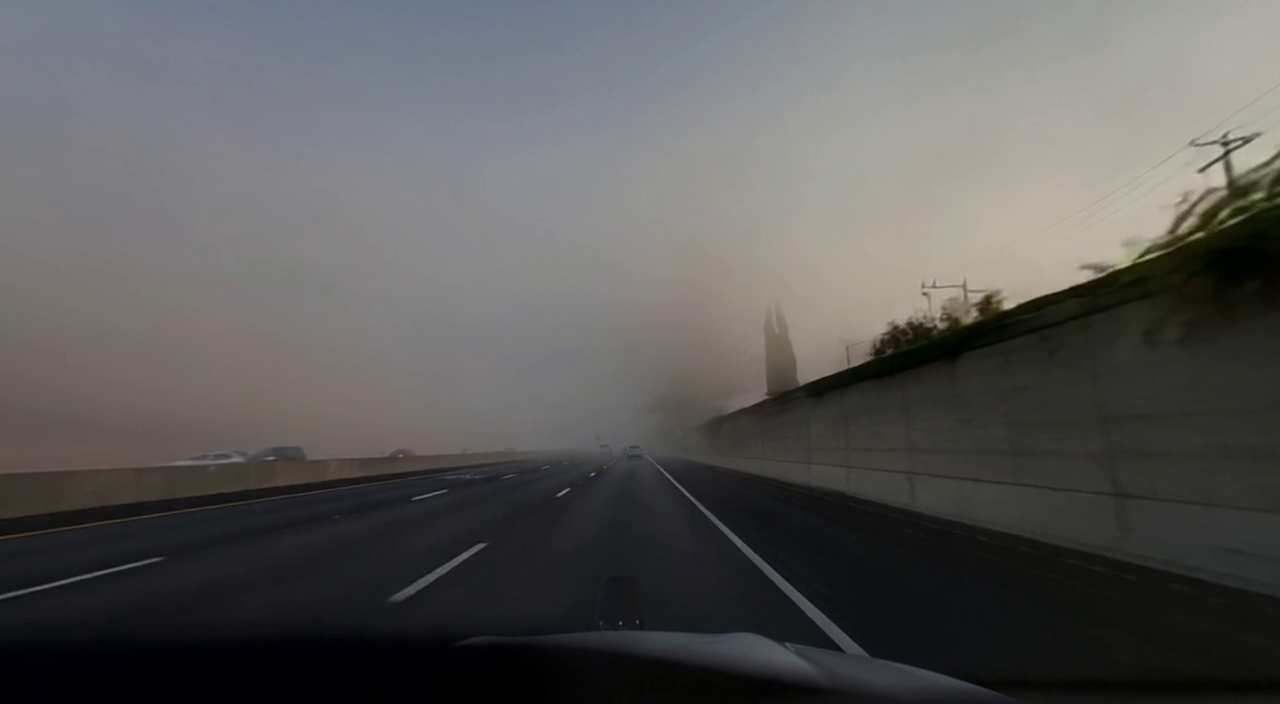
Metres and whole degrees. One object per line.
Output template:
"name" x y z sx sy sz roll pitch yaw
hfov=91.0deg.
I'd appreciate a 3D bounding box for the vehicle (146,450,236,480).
"vehicle" -26.405 6.634 37.266 1.878 1.595 4.589 0 -9 0
